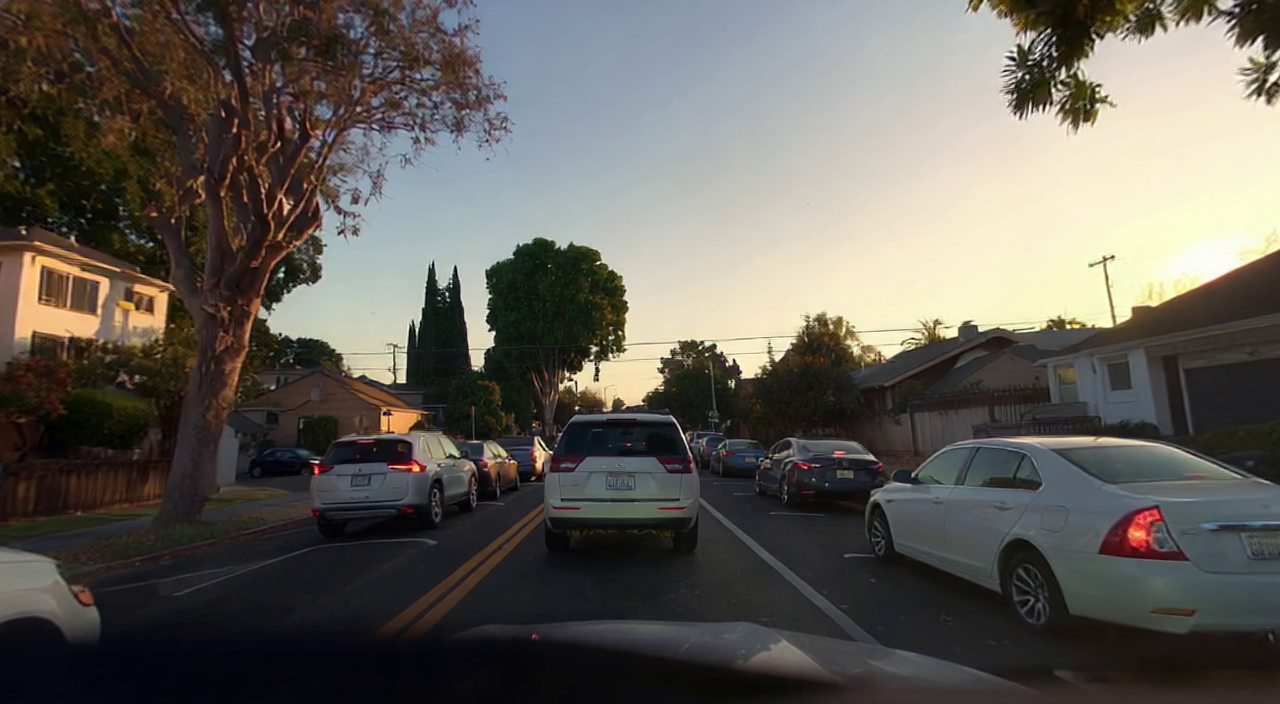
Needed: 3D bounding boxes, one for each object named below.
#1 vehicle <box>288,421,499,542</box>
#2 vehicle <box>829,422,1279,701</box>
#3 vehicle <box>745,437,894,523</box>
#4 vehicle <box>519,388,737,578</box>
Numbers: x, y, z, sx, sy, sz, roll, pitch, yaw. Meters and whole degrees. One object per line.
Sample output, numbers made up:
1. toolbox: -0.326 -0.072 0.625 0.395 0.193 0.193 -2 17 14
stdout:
1. vehicle: -3.721 2.019 10.512 1.864 1.576 4.324 0 -8 -2
2. vehicle: 3.468 1.465 5.771 1.977 1.480 4.589 0 -8 -1
3. vehicle: 3.470 2.523 13.050 1.880 1.476 3.932 0 -8 0
4. vehicle: -0.212 1.609 8.493 2.164 1.867 4.254 0 -8 -3
